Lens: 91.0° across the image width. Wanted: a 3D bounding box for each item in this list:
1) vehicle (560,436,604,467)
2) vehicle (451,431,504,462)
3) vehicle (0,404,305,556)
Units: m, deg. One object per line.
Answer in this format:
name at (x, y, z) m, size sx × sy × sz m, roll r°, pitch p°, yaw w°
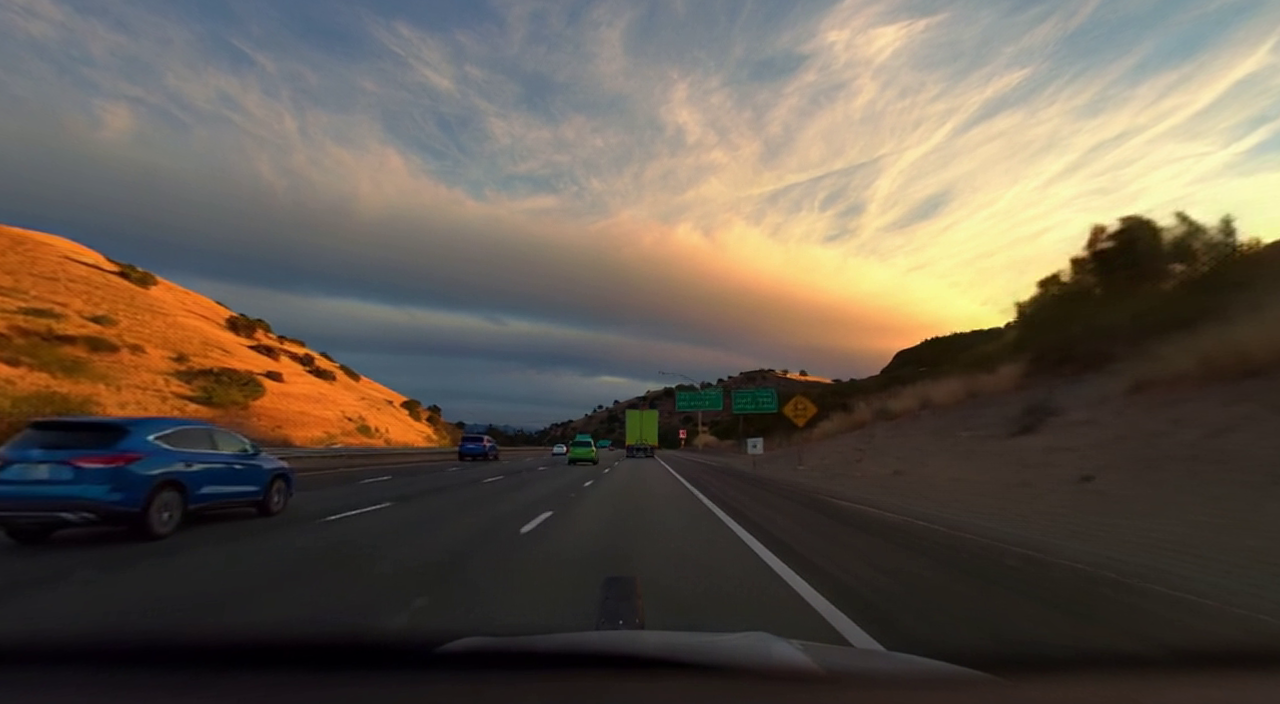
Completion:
vehicle at (-3.473, 6.059, 38.567) m, size 2.194 × 1.725 × 4.698 m, roll 0°, pitch -9°, yaw 1°
vehicle at (-10.815, 6.342, 42.200) m, size 2.111 × 1.906 × 5.028 m, roll 0°, pitch -9°, yaw 1°
vehicle at (-7.470, 1.794, 9.529) m, size 2.098 × 1.678 × 4.822 m, roll 0°, pitch -9°, yaw 0°
